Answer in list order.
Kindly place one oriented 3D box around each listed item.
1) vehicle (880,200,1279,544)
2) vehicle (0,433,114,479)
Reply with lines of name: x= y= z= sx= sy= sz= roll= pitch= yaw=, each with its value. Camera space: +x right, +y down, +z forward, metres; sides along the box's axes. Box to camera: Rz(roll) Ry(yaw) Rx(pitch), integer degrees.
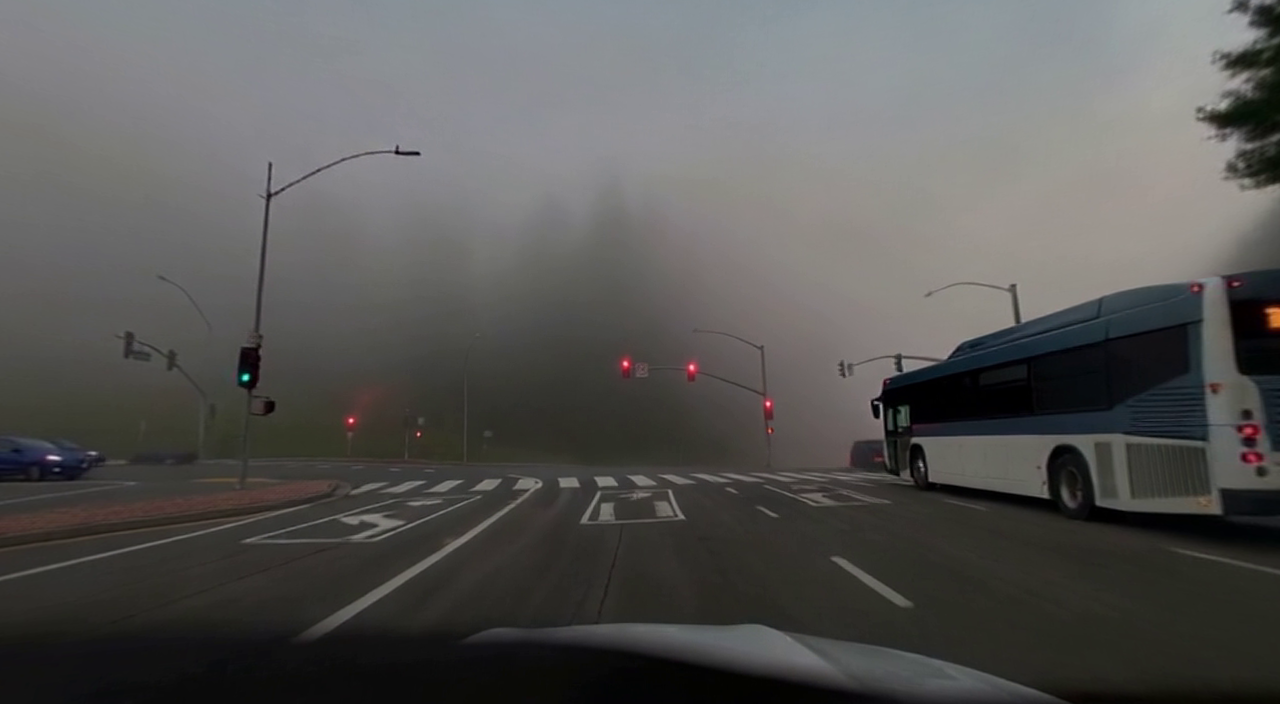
vehicle: x=8.976 y=1.155 z=13.846 sx=2.916 sy=4.009 sz=13.397 roll=-1 pitch=-9 yaw=4
vehicle: x=-23.906 y=4.005 z=24.342 sx=5.014 sy=1.675 sz=1.906 roll=3 pitch=-9 yaw=-20
